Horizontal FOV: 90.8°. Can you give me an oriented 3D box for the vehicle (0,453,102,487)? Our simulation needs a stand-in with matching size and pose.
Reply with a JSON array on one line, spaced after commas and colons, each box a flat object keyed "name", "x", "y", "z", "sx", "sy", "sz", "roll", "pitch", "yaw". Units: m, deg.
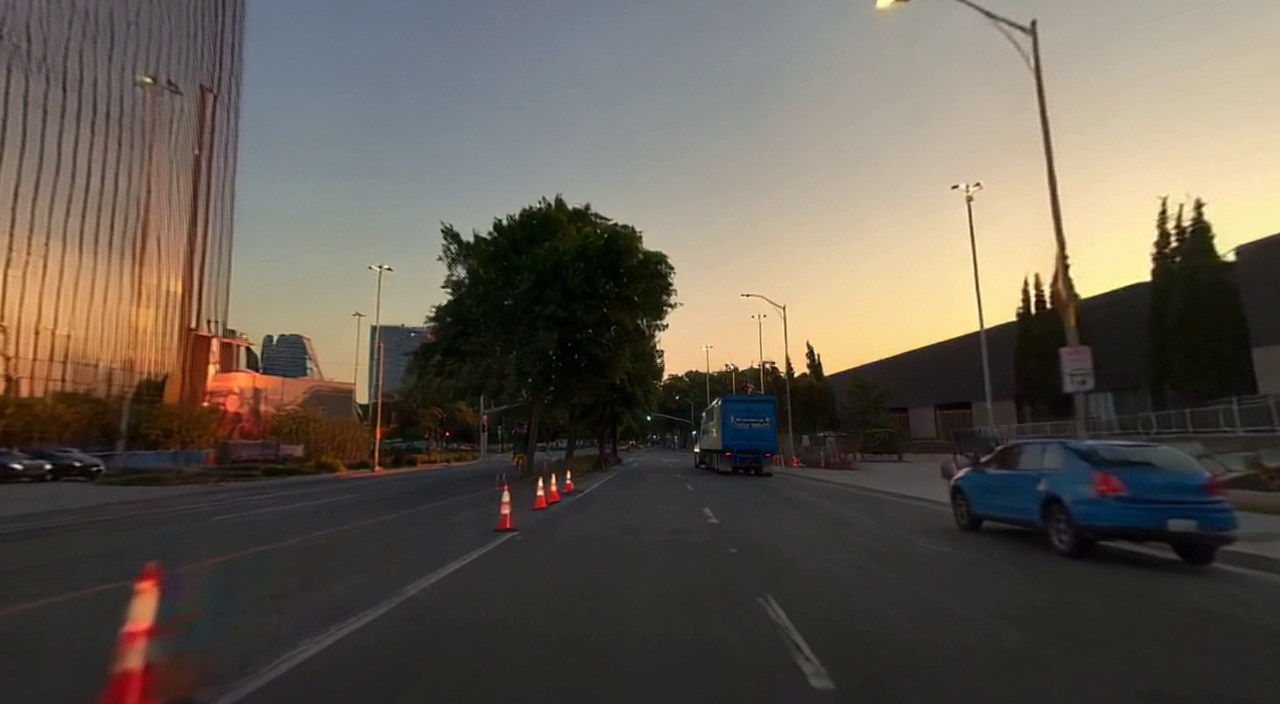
[{"name": "vehicle", "x": -25.368, "y": 4.933, "z": 26.486, "sx": 3.905, "sy": 1.345, "sz": 1.737, "roll": 0, "pitch": -9, "yaw": -2}]

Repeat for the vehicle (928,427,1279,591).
[{"name": "vehicle", "x": 6.094, "y": 1.906, "z": 8.610, "sx": 2.098, "sy": 1.619, "sz": 4.433, "roll": 0, "pitch": -9, "yaw": -2}]

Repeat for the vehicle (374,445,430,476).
[{"name": "vehicle", "x": -16.487, "y": 7.515, "z": 43.988, "sx": 1.937, "sy": 1.984, "sz": 4.928, "roll": 0, "pitch": -9, "yaw": 0}]

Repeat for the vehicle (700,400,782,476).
[{"name": "vehicle", "x": 5.757, "y": 5.226, "z": 37.955, "sx": 3.176, "sy": 3.913, "sz": 9.805, "roll": 0, "pitch": -9, "yaw": -1}]

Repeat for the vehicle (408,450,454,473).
[{"name": "vehicle", "x": -16.421, "y": 8.590, "z": 49.845, "sx": 1.925, "sy": 1.665, "sz": 4.893, "roll": 0, "pitch": -9, "yaw": 0}]
